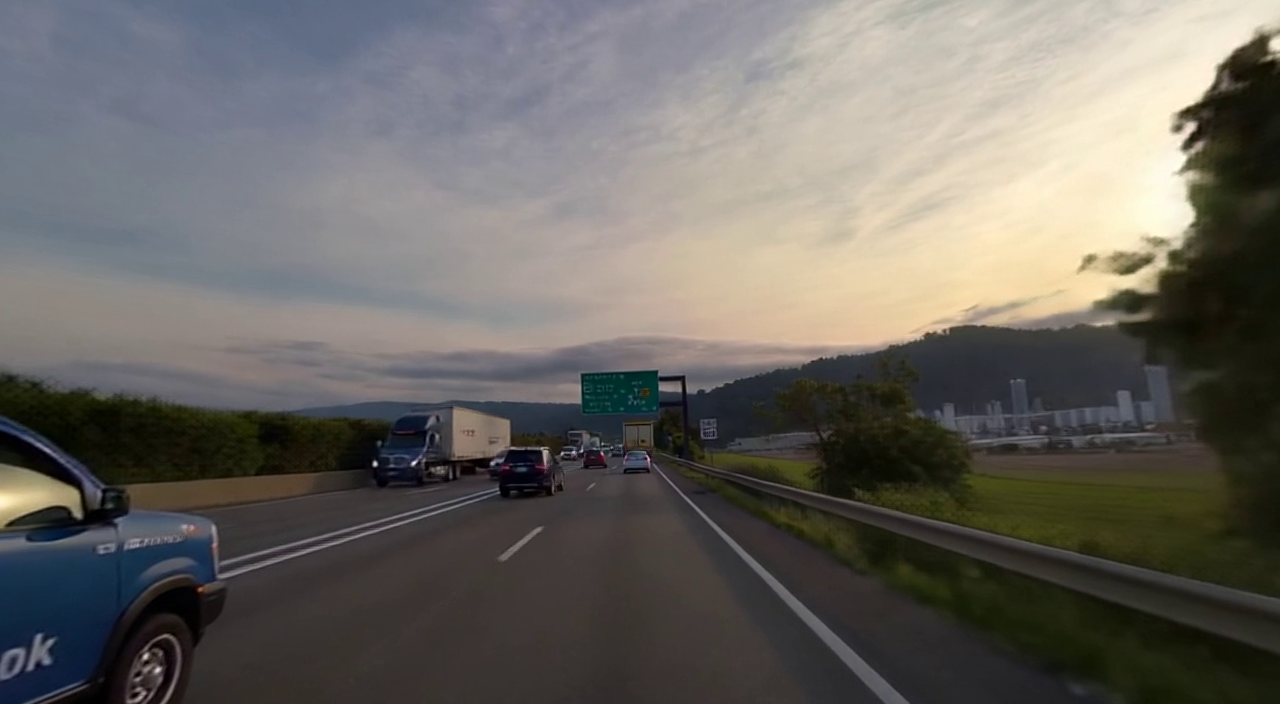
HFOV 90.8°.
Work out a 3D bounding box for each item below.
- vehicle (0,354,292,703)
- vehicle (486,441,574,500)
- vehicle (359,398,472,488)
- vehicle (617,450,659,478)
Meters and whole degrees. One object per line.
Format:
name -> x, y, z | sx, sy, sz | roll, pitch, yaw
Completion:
vehicle -> -3.224, 0.776, 1.551 | 2.117, 1.688, 4.582 | 0, -9, 0
vehicle -> -3.232, 3.583, 19.419 | 1.937, 1.600, 4.141 | 0, -9, 0
vehicle -> -9.936, 4.148, 28.738 | 2.922, 3.600, 6.110 | 0, -9, -1
vehicle -> -0.117, 5.886, 33.455 | 2.095, 1.393, 3.908 | 0, -9, 0
